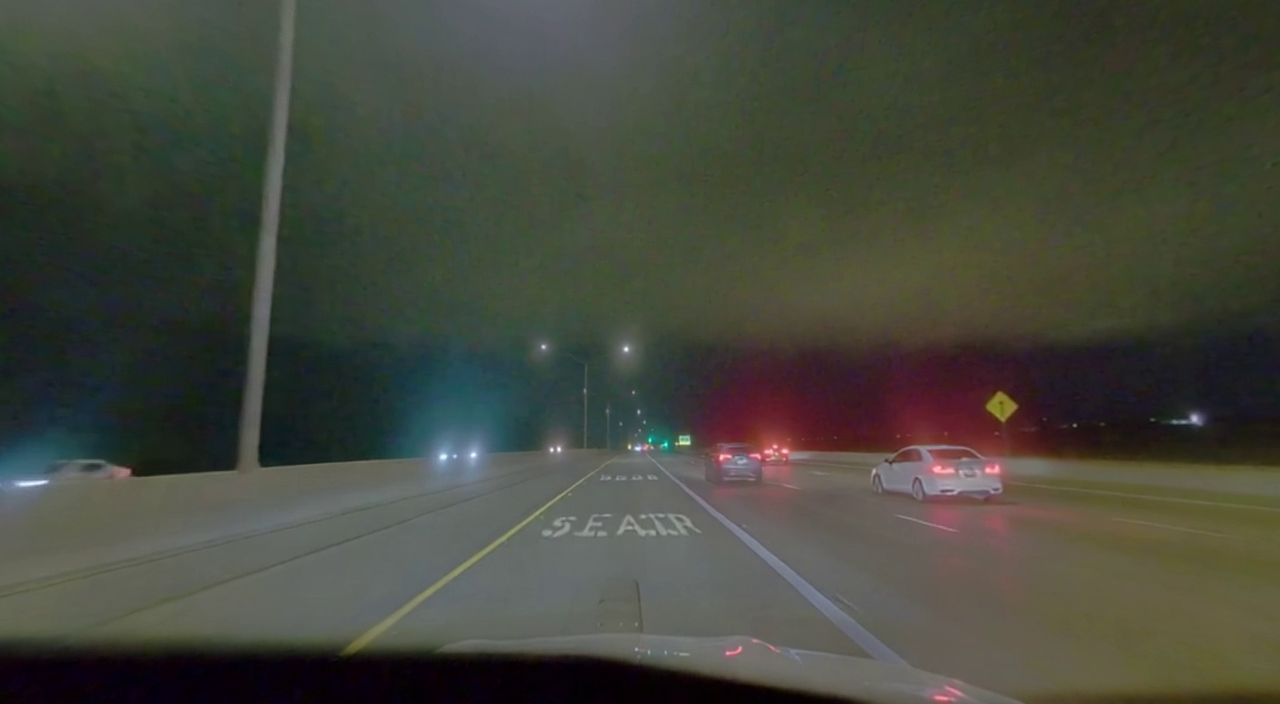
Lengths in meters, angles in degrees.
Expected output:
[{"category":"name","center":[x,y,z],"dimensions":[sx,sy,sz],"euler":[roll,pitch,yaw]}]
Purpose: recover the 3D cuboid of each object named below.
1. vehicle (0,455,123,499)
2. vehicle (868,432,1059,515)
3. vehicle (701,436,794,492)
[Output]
[{"category":"vehicle","center":[-21.674,4.592,23.510],"dimensions":[1.636,1.418,3.844],"euler":[0,-9,-1]},{"category":"vehicle","center":[6.808,2.579,13.870],"dimensions":[2.038,1.528,3.910],"euler":[0,-9,-1]},{"category":"vehicle","center":[3.237,3.474,19.954],"dimensions":[2.056,1.553,4.320],"euler":[0,-9,-1]}]
